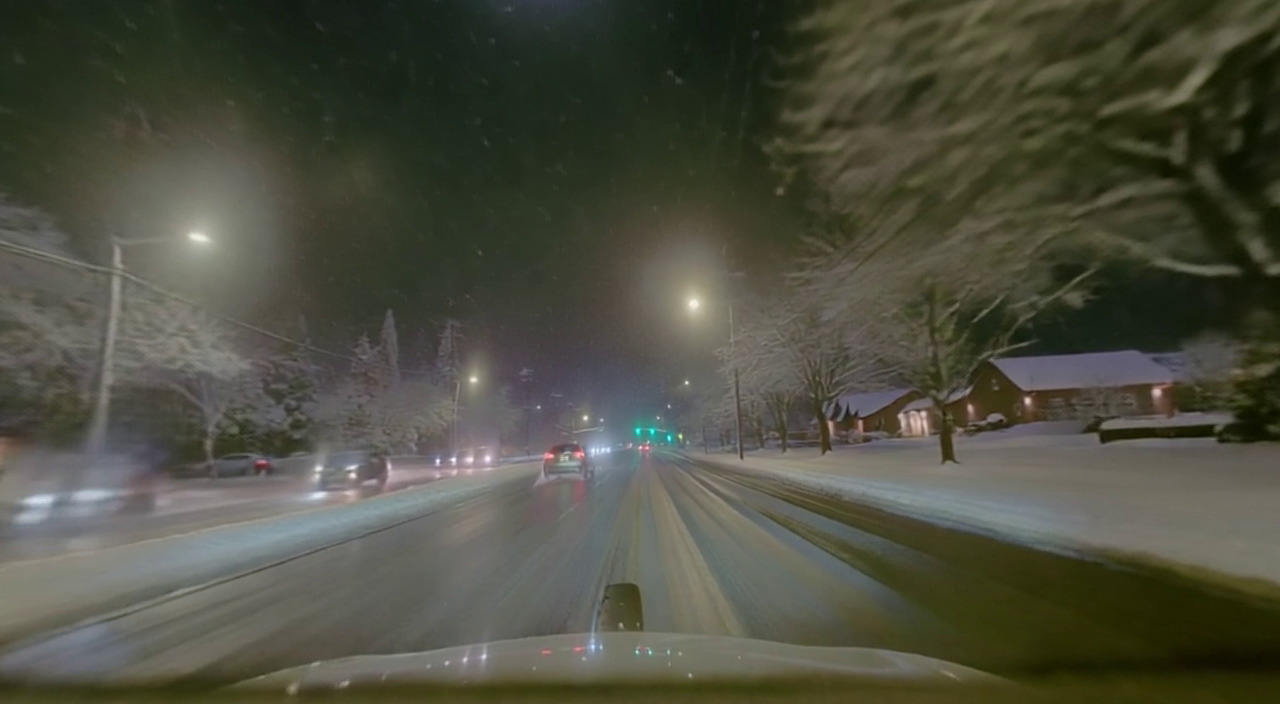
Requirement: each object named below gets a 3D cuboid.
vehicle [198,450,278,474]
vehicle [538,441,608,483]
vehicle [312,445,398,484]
[{"bbox_3d":[-28.556,7.796,44.839,4.298,1.620,2.002,0,-9,-5],"label":"vehicle"},{"bbox_3d":[-2.519,4.312,24.932,2.106,1.517,4.375,-1,-9,3],"label":"vehicle"},{"bbox_3d":[-13.905,5.497,31.046,2.059,1.734,4.559,0,-9,1],"label":"vehicle"}]
